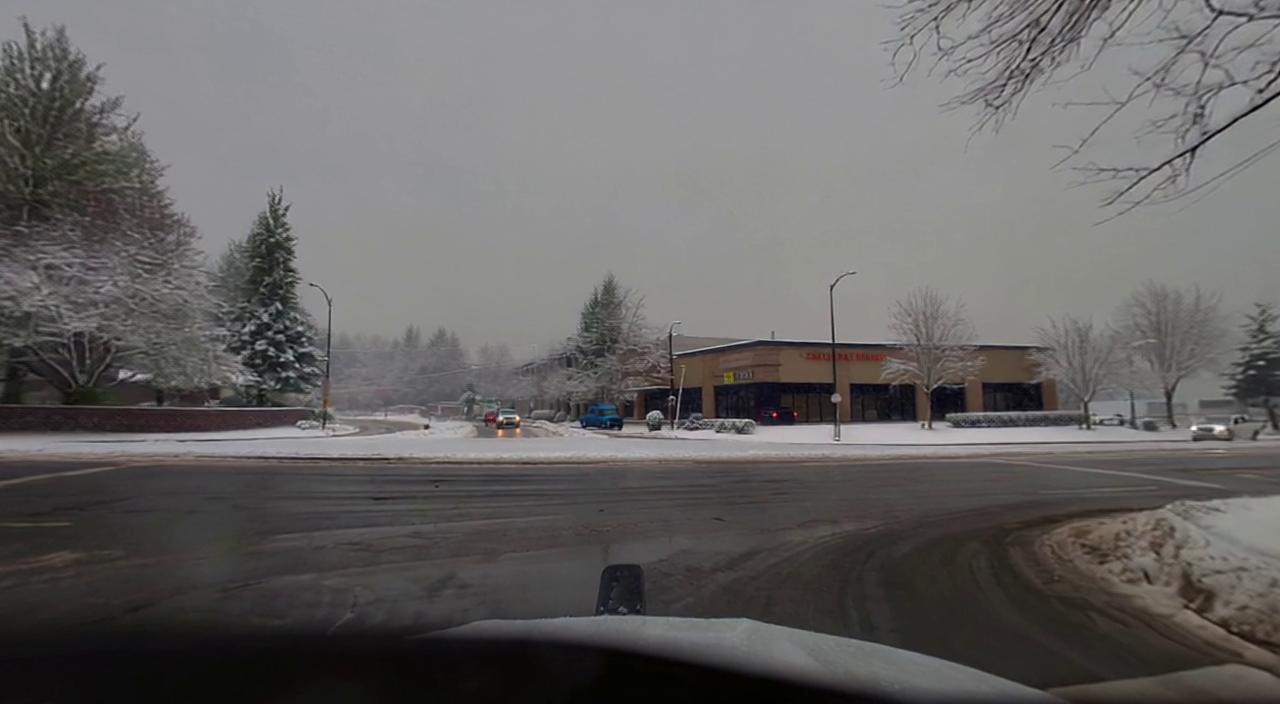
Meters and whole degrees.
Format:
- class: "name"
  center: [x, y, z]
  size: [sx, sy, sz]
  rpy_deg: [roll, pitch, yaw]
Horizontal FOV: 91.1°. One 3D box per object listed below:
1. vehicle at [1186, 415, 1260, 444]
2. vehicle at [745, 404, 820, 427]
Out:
- class: "vehicle"
  center: [39.472, 5.286, 42.451]
  size: [5.333, 1.837, 2.124]
  rpy_deg: [5, -10, -32]
- class: "vehicle"
  center: [9.837, 4.430, 43.441]
  size: [4.674, 1.483, 1.745]
  rpy_deg: [1, -8, -7]
